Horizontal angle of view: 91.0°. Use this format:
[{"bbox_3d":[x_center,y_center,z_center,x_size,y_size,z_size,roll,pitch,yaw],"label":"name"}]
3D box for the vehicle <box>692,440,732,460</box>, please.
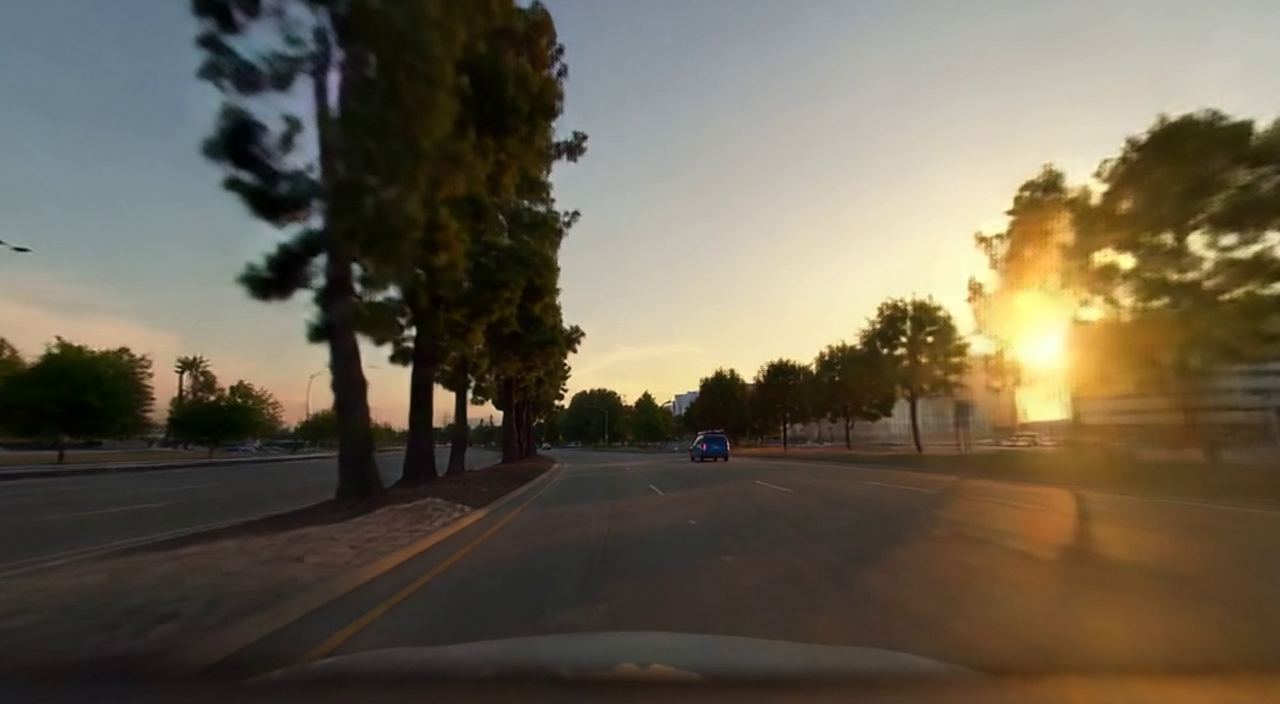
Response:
[{"bbox_3d":[5.461,7.525,48.382,1.908,1.483,4.474,1,-9,-9],"label":"vehicle"}]
